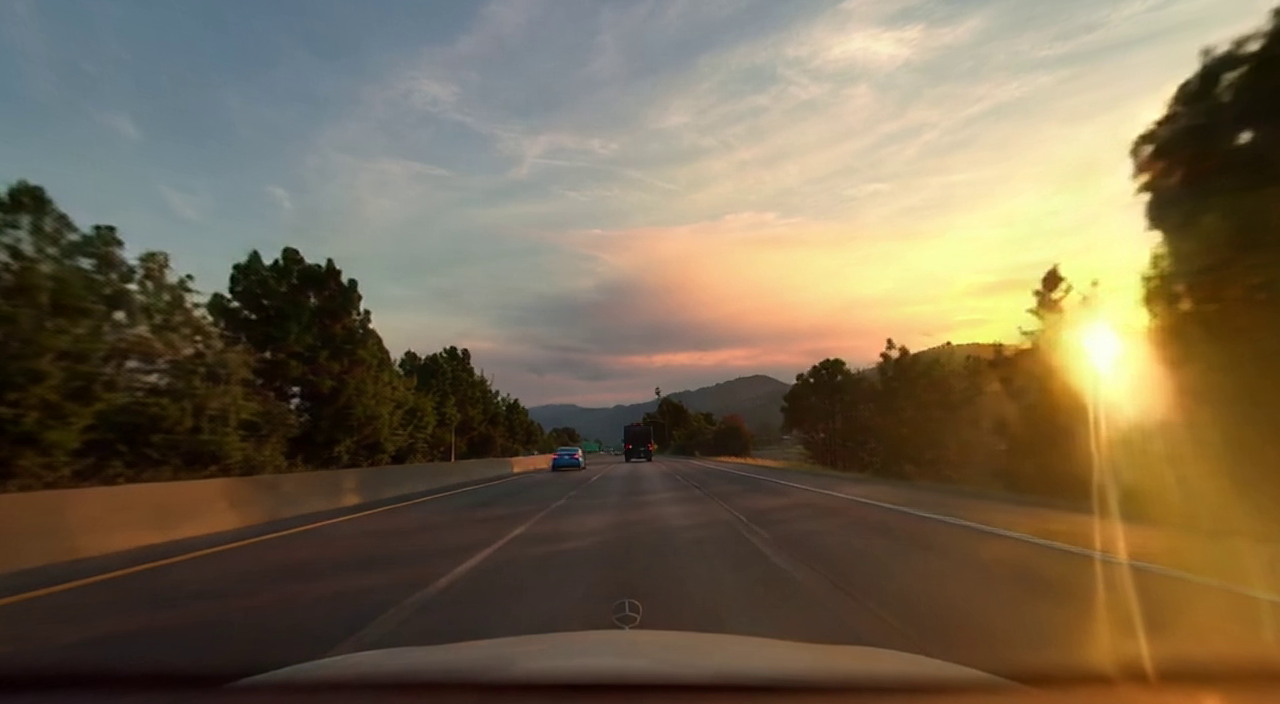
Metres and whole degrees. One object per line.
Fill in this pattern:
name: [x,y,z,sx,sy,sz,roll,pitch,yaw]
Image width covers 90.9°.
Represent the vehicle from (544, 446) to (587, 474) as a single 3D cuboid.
vehicle: [-4.252,6.212,36.486,1.916,1.506,4.476,0,-9,1]
